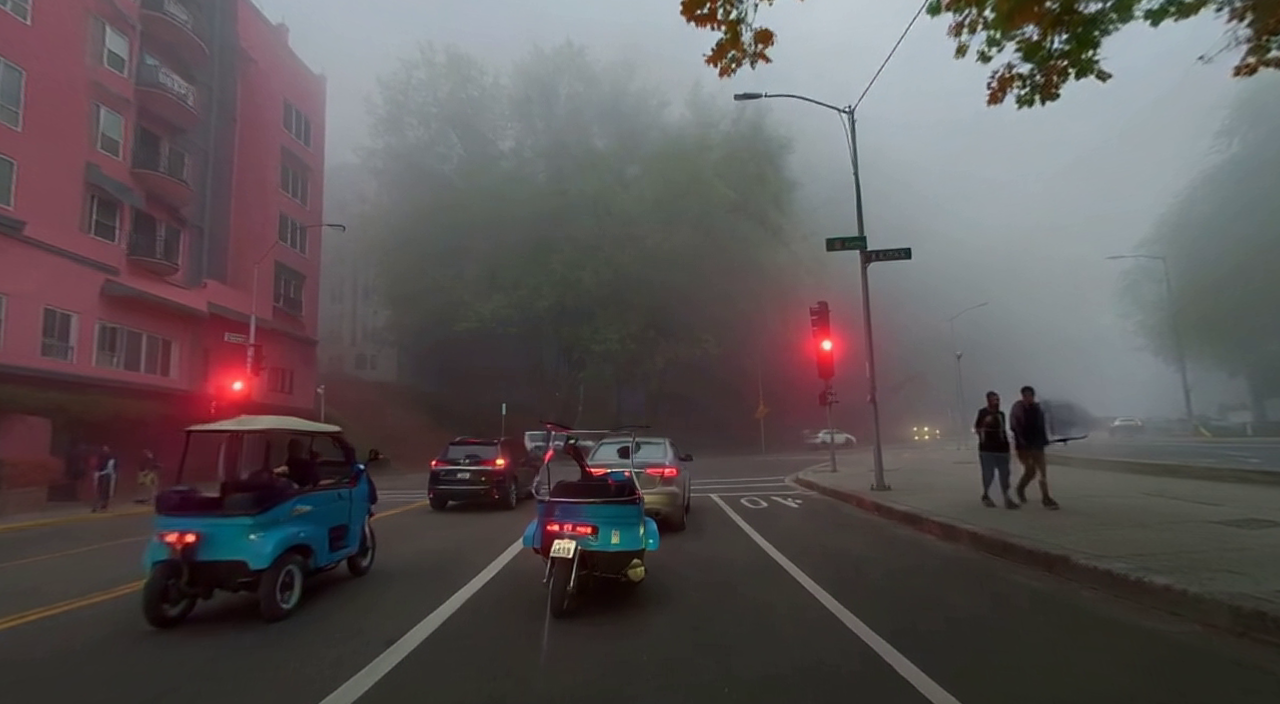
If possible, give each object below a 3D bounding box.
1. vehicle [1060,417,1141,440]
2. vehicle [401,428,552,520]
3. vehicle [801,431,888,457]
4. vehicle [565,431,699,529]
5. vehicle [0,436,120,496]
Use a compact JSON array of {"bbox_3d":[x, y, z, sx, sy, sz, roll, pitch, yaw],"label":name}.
[{"bbox_3d":[30.785,5.153,42.199,1.751,1.420,4.027,8,-12,-42],"label":"vehicle"},{"bbox_3d":[-3.224,2.502,13.385,1.935,1.615,4.073,-1,-9,3],"label":"vehicle"},{"bbox_3d":[12.395,5.640,38.406,1.862,1.456,4.661,8,-12,-44],"label":"vehicle"},{"bbox_3d":[-0.089,2.253,11.629,2.025,1.458,4.085,-1,-9,1],"label":"vehicle"},{"bbox_3d":[-28.946,5.539,30.367,5.890,2.393,2.346,-5,-7,1],"label":"vehicle"}]
